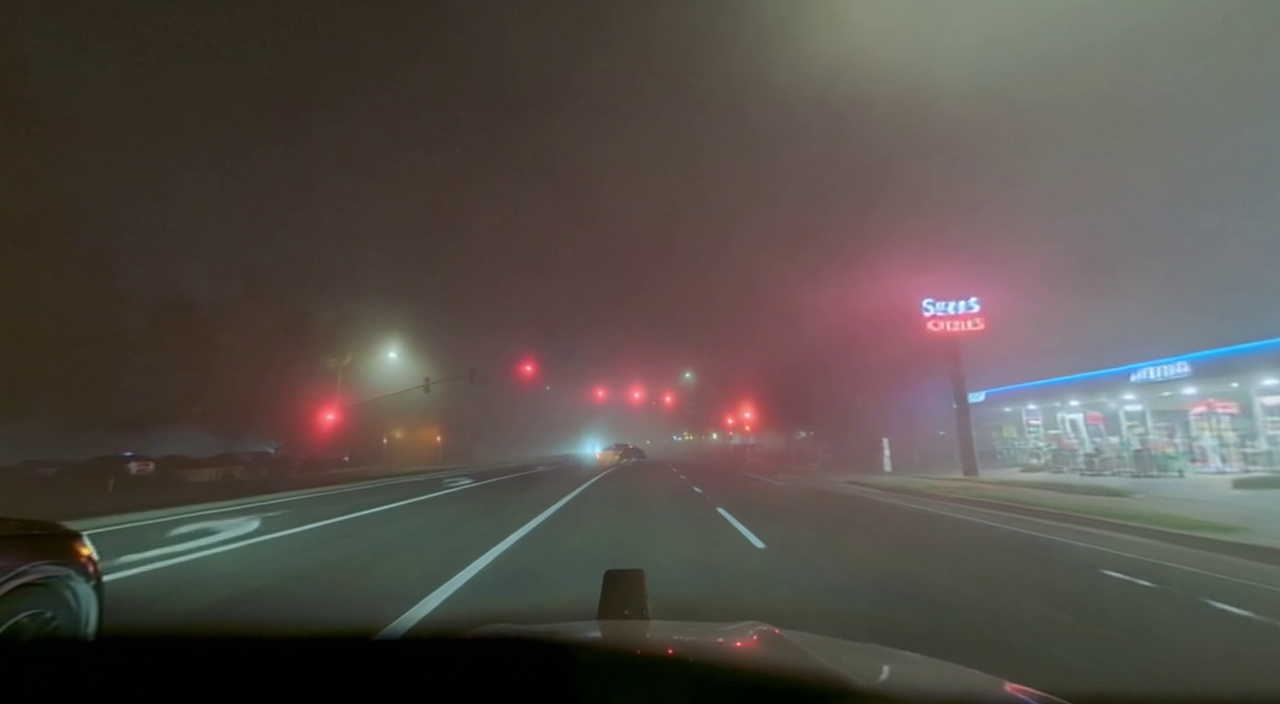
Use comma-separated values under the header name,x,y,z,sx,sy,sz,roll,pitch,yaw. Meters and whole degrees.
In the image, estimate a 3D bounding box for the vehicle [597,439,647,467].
name,x,y,z,sx,sy,sz,roll,pitch,yaw
vehicle,-0.945,5.737,35.959,2.082,1.460,4.442,-2,-8,9

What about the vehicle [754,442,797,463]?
name,x,y,z,sx,sy,sz,roll,pitch,yaw
vehicle,10.426,7.682,48.361,1.810,1.463,4.245,-6,-10,32

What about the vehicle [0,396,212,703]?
name,x,y,z,sx,sy,sz,roll,pitch,yaw
vehicle,-3.483,0.761,1.365,2.018,1.470,4.346,0,-8,0
